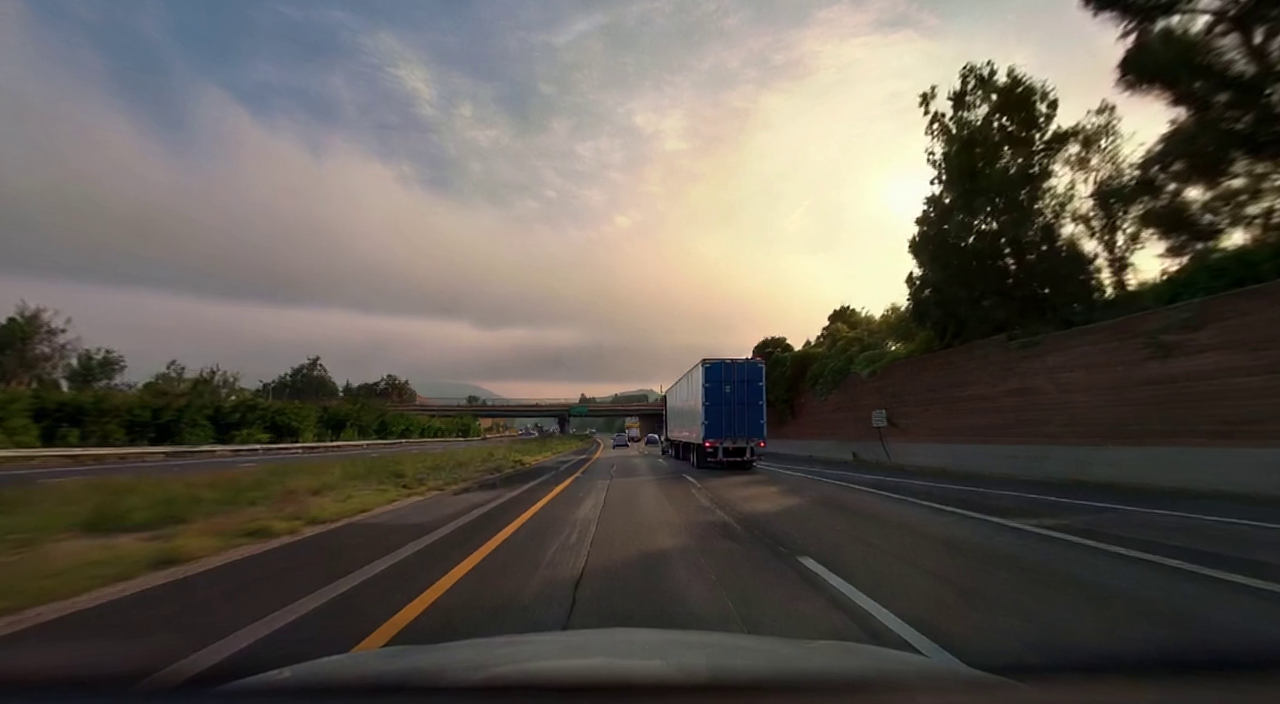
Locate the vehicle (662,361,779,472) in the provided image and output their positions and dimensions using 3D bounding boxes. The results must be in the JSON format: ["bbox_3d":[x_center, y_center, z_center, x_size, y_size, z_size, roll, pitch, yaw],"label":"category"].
[{"bbox_3d":[3.163,3.246,30.087,2.965,4.033,14.299,0,-7,-3],"label":"vehicle"}]
